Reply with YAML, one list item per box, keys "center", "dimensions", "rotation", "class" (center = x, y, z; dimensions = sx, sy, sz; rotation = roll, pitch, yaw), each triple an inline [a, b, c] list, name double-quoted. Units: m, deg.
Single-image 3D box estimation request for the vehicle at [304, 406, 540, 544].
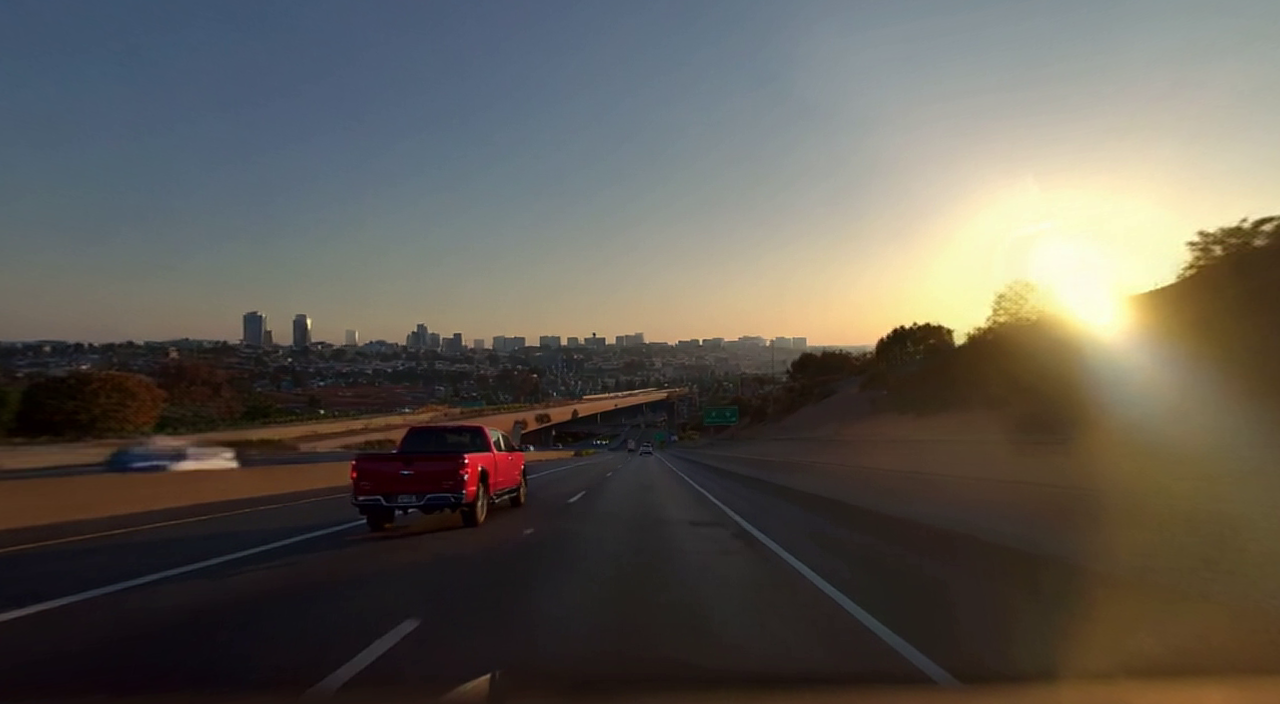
- center: [-3.531, 2.151, 11.753]
  dimensions: [2.350, 1.932, 5.562]
  rotation: [0, -8, 1]
  class: "vehicle"
